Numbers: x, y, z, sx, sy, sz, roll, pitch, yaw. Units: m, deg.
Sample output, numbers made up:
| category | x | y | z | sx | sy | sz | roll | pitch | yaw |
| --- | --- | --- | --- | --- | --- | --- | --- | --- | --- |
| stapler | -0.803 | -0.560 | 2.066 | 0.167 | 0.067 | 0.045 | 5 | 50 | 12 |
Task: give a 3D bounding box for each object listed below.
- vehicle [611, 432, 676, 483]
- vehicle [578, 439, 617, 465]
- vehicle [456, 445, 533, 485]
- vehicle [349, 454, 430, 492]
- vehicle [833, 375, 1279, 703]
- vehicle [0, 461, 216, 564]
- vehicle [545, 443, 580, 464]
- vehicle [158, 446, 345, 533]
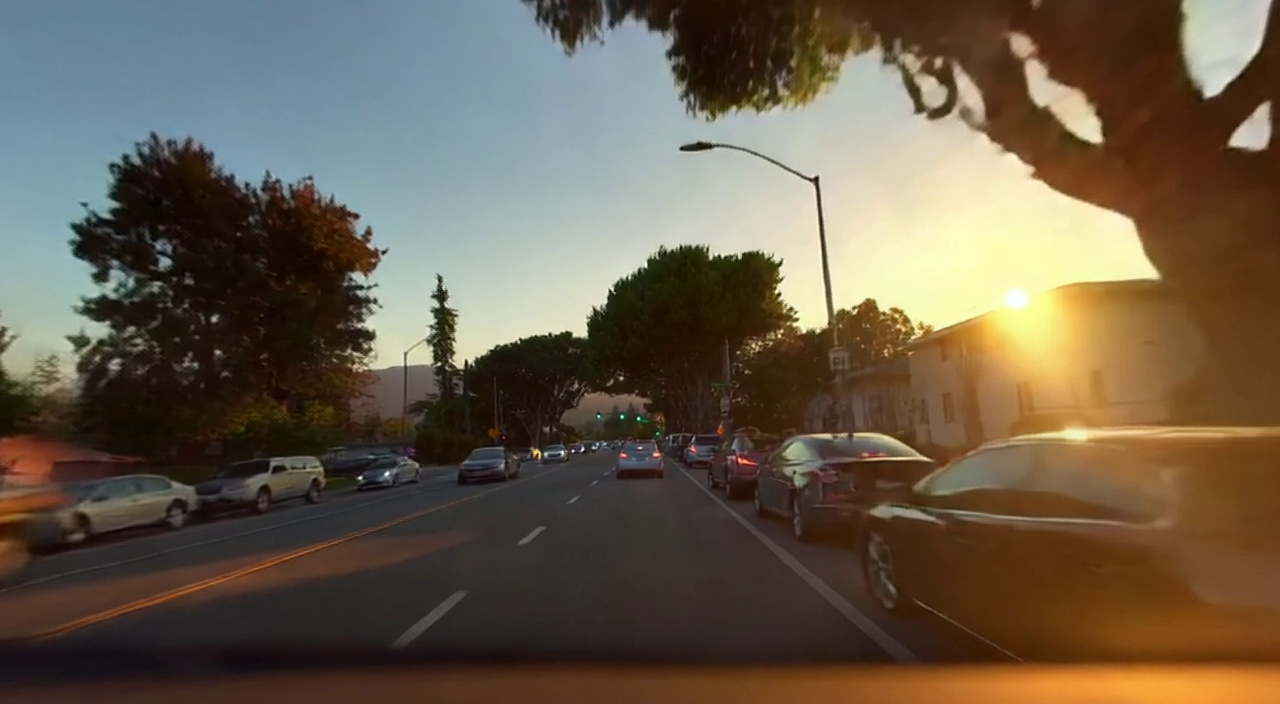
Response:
| category | x | y | z | sx | sy | sz | roll | pitch | yaw |
| --- | --- | --- | --- | --- | --- | --- | --- | --- | --- |
| vehicle | 0.111 | 3.634 | 21.971 | 2.041 | 1.575 | 4.304 | 0 | -8 | 0 |
| vehicle | -2.618 | 6.311 | 40.065 | 2.117 | 1.528 | 4.277 | 0 | -8 | 1 |
| vehicle | -5.834 | 4.569 | 26.041 | 1.987 | 1.478 | 4.693 | 0 | -8 | 1 |
| vehicle | -12.039 | 5.797 | 30.675 | 2.070 | 1.610 | 4.356 | 0 | -8 | 1 |
| vehicle | 2.658 | 1.008 | 2.936 | 2.030 | 1.505 | 4.626 | 0 | -8 | 0 |
| vehicle | -11.976 | 3.340 | 13.530 | 2.076 | 1.600 | 5.382 | -8 | -8 | 0 |
| vehicle | -5.785 | 7.631 | 47.657 | 1.981 | 1.498 | 4.701 | 0 | -8 | 2 |
| vehicle | -11.885 | 4.139 | 19.992 | 2.264 | 2.010 | 5.742 | -4 | -7 | 1 |
